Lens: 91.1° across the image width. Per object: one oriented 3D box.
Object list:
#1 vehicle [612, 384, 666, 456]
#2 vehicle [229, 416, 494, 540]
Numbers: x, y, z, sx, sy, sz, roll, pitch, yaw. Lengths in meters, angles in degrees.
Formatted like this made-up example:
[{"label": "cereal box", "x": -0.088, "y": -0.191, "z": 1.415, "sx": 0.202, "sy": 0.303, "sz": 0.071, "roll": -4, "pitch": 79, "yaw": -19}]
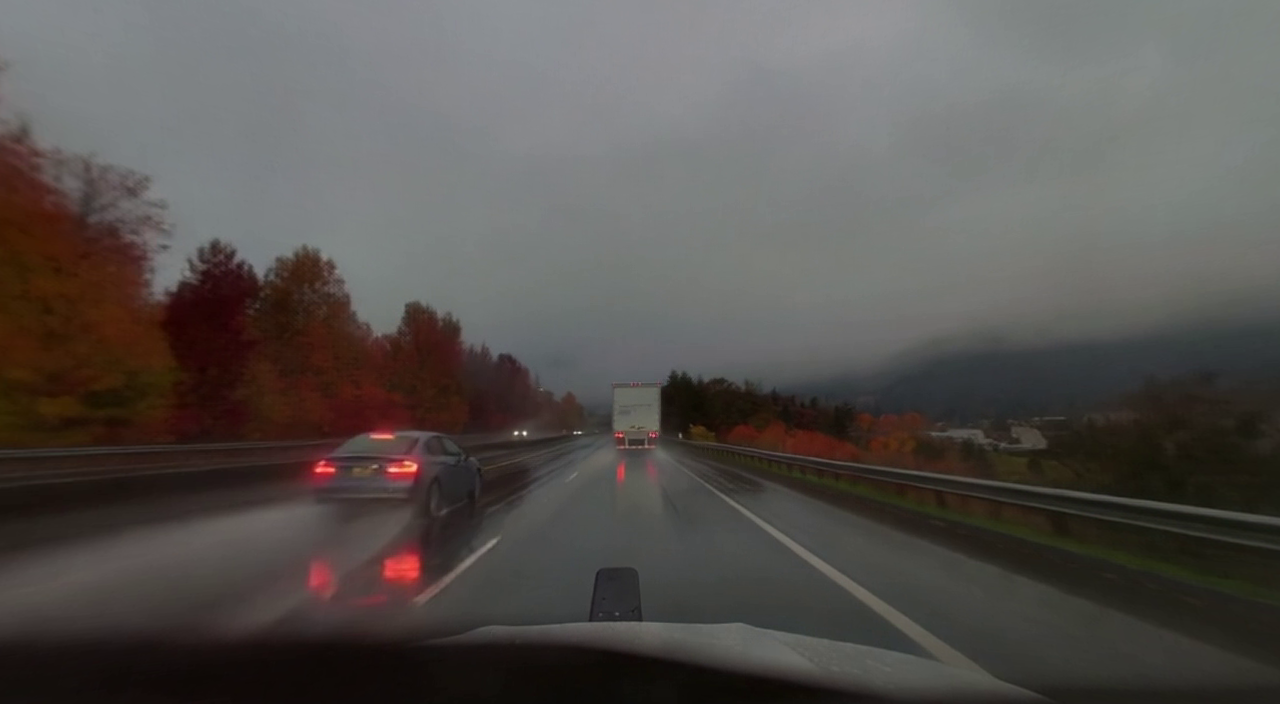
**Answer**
[{"label": "vehicle", "x": -0.278, "y": 4.583, "z": 40.945, "sx": 3.013, "sy": 4.016, "sz": 11.496, "roll": 0, "pitch": -8, "yaw": -2}, {"label": "vehicle", "x": -3.901, "y": 1.830, "z": 9.854, "sx": 2.217, "sy": 1.495, "sz": 4.245, "roll": 0, "pitch": -8, "yaw": 0}]
